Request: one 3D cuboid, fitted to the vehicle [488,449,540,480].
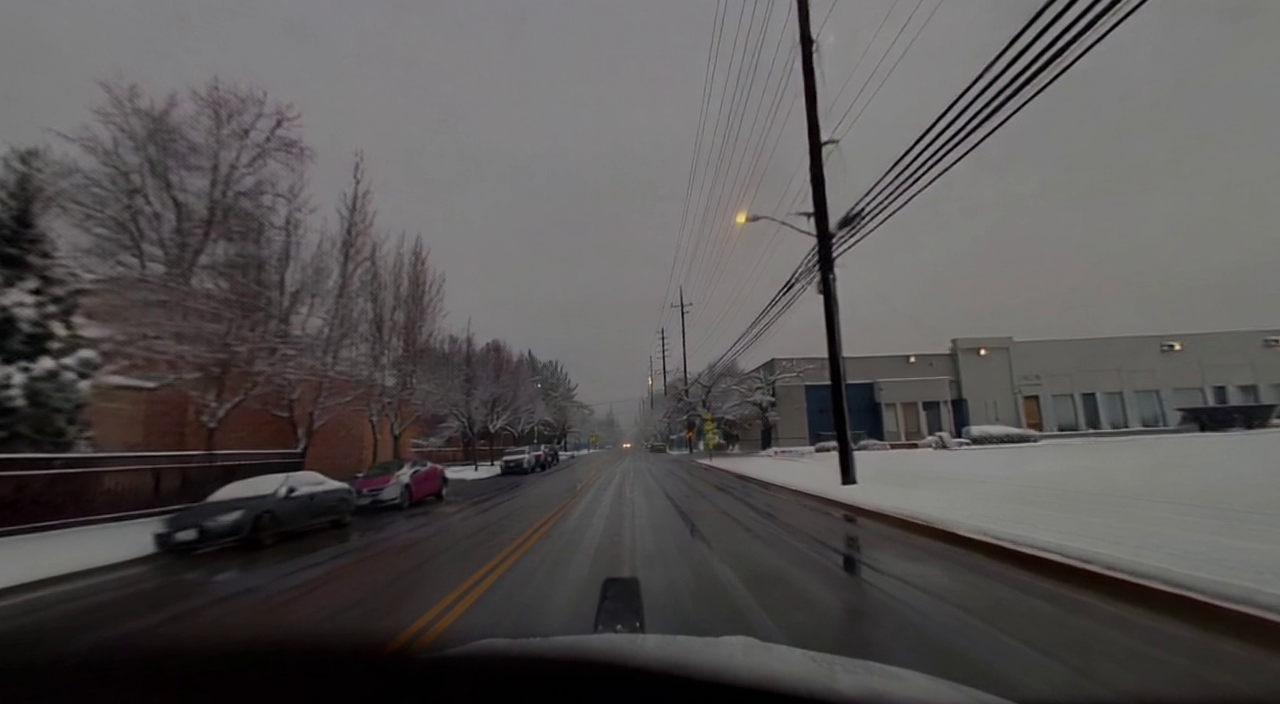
[{"bbox_3d":[-6.741,6.062,34.330,1.887,1.460,4.444,-4,-8,0],"label":"vehicle"}]

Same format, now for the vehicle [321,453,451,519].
[{"bbox_3d":[-6.654,3.500,17.078,1.815,1.384,4.357,-3,-8,-1],"label":"vehicle"}]

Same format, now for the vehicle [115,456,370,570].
[{"bbox_3d":[-6.676,2.674,11.363,1.815,1.402,4.559,-4,-8,-3],"label":"vehicle"}]
